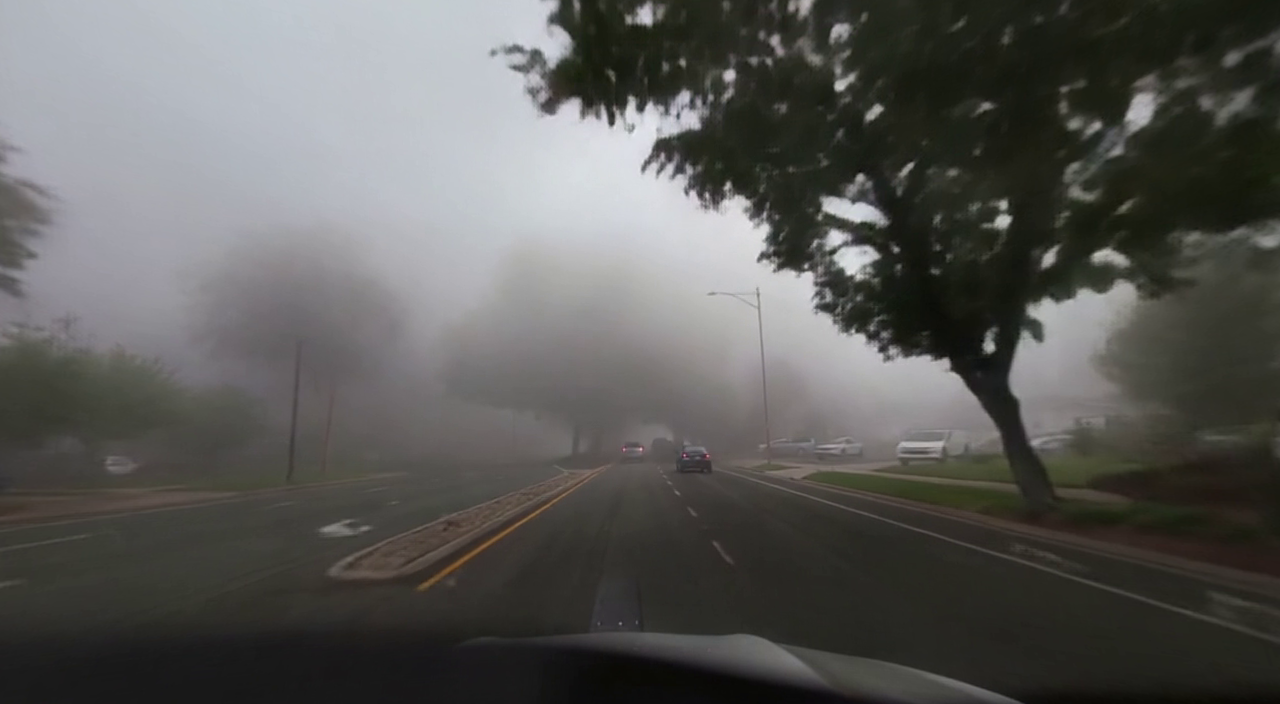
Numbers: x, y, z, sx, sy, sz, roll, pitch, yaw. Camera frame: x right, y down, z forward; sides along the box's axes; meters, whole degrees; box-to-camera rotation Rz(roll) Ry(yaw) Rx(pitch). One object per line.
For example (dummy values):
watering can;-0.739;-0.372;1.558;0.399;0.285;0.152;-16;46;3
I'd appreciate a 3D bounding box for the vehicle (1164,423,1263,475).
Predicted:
vehicle;18.380;3.069;20.164;4.940;1.445;1.885;8;-12;-44

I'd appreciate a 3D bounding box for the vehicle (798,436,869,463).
vehicle;11.231;5.671;36.781;3.486;1.431;1.799;-8;-12;44

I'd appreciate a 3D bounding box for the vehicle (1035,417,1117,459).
vehicle;18.637;3.697;26.922;1.996;1.607;4.492;-8;-12;44

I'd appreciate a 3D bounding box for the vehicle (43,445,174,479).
vehicle;-33.569;6.921;40.187;5.899;1.996;2.367;5;-10;-29

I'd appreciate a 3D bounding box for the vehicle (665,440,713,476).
vehicle;2.351;5.238;31.453;2.003;1.614;4.072;0;-8;-1

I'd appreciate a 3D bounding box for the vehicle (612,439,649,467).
vehicle;-0.697;7.154;45.052;2.488;1.881;4.814;0;-8;-1

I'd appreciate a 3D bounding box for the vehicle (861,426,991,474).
vehicle;11.191;3.879;24.956;2.047;1.682;4.074;8;-12;-40
